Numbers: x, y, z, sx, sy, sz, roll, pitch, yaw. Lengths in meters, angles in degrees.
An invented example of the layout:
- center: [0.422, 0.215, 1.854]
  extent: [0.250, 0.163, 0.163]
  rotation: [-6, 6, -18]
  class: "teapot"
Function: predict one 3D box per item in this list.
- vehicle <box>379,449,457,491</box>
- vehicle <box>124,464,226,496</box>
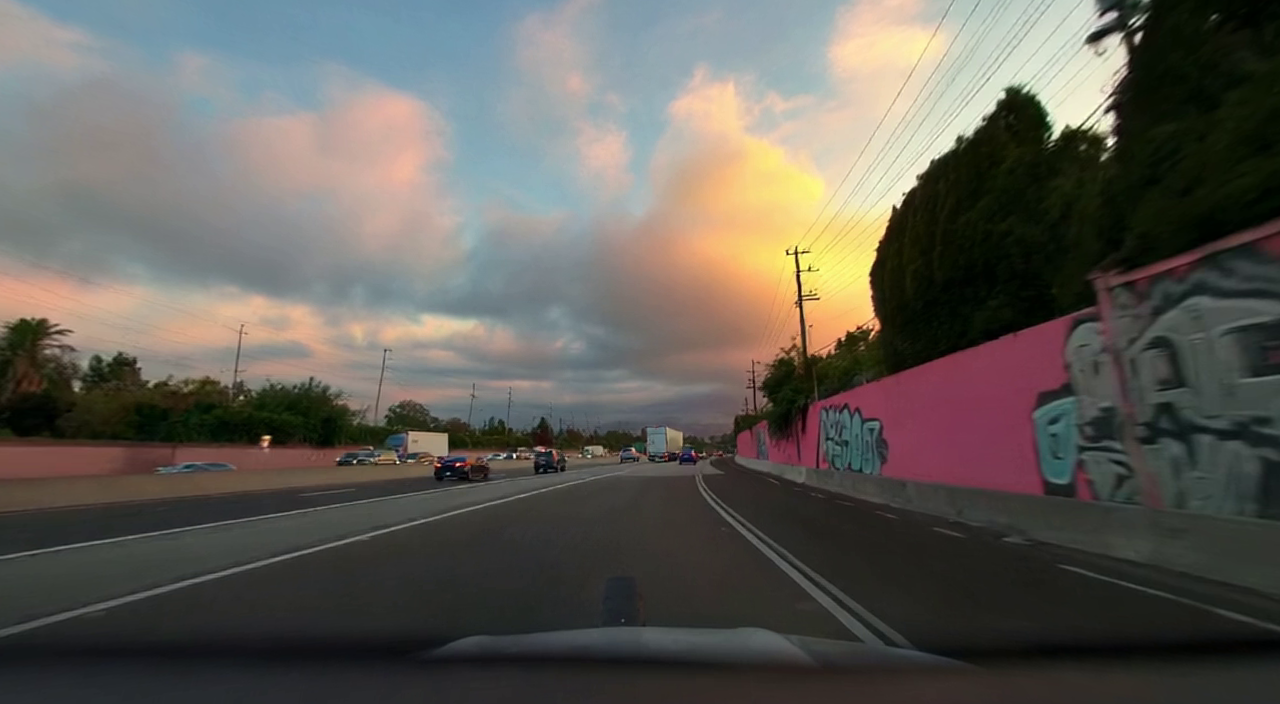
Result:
- center: [-8.498, 4.524, 24.375]
  extent: [1.708, 1.489, 2.840]
  rotation: [-1, -9, 6]
  class: "vehicle"
- center: [-24.167, 6.632, 32.963]
  extent: [1.811, 1.426, 4.262]
  rotation: [-1, -9, 5]
  class: "vehicle"
